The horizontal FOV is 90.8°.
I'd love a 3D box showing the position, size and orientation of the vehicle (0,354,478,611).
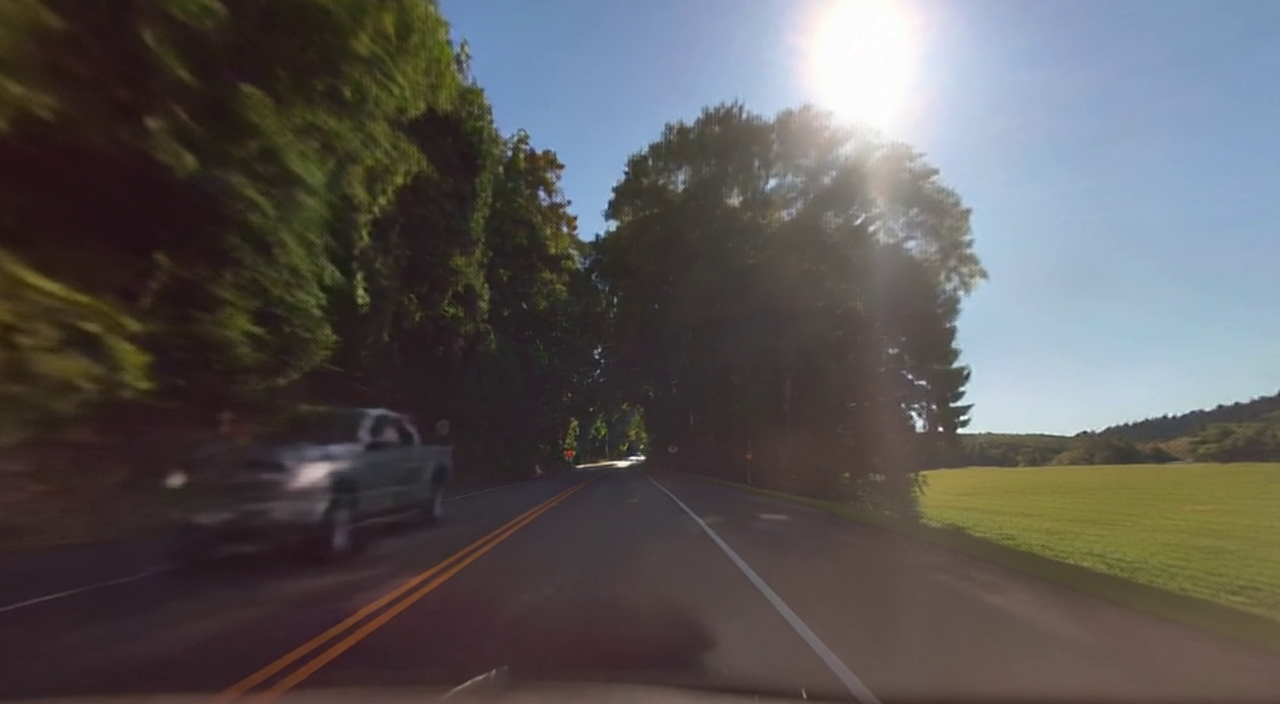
[{"bbox_3d":[-4.259,1.531,8.418,2.638,2.200,5.867,0,-8,0],"label":"vehicle"}]
